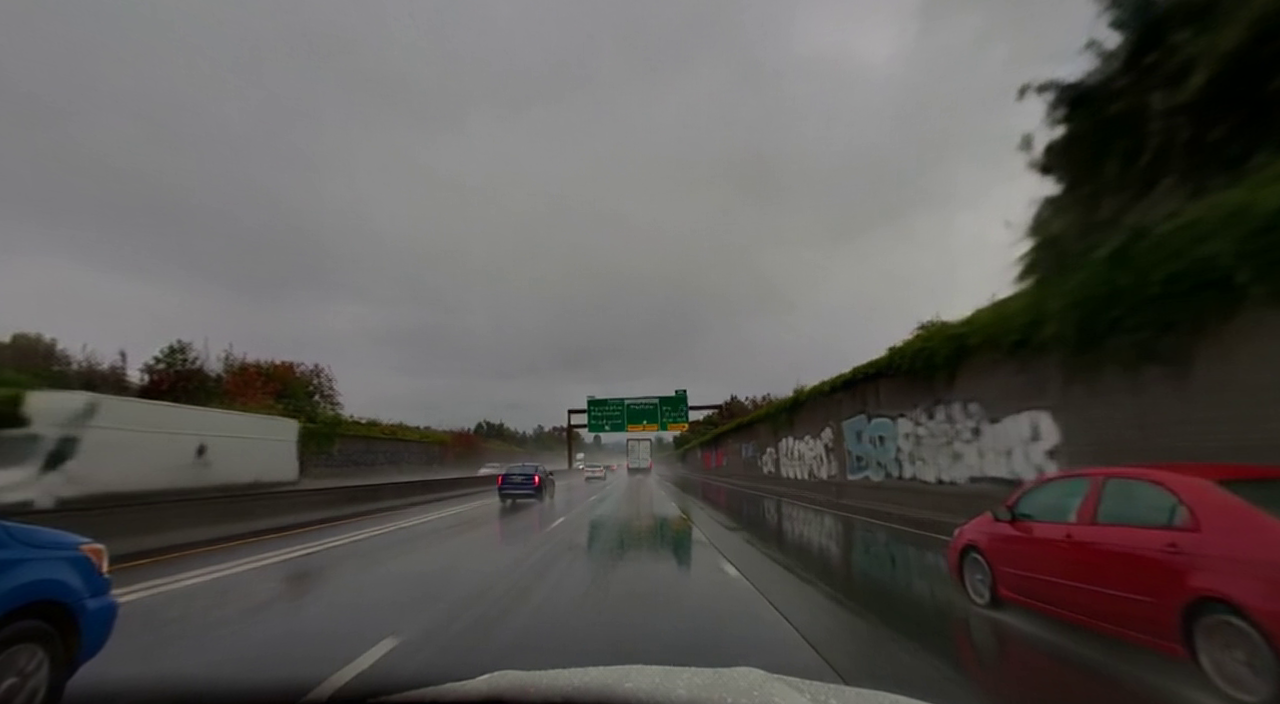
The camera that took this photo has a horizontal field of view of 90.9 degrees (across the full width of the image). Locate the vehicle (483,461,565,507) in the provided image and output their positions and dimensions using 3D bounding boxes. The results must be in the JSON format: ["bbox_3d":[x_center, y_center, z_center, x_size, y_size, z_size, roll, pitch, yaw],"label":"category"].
[{"bbox_3d":[-3.993,4.634,22.441,2.054,1.443,4.131,0,-10,1],"label":"vehicle"}]

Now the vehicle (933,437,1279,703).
[{"bbox_3d":[4.113,1.429,4.527,1.917,1.458,4.199,1,-10,-1],"label":"vehicle"}]

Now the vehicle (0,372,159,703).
[{"bbox_3d":[-3.392,0.591,0.776,2.004,1.610,4.508,1,-10,0],"label":"vehicle"}]
